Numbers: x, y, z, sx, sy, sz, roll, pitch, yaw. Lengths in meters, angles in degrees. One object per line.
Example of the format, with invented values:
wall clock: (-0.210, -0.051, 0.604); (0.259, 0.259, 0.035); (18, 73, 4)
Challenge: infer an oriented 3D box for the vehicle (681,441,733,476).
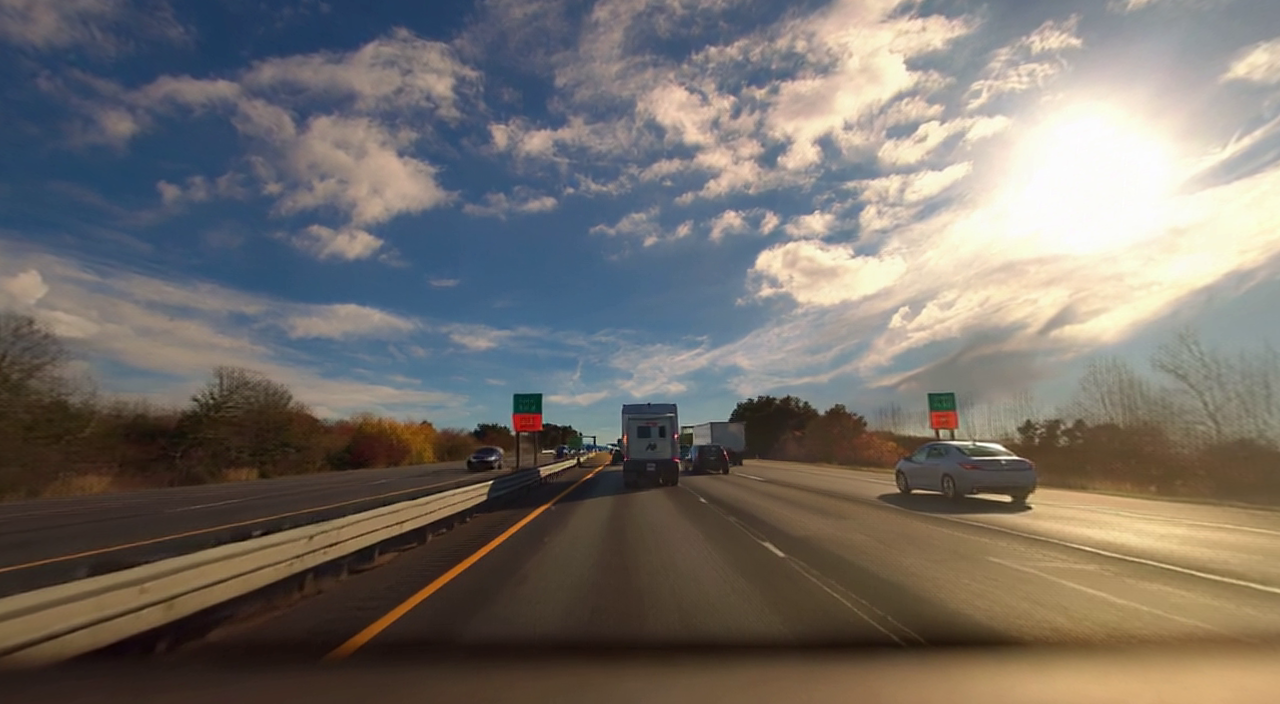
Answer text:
vehicle: (3.318, 5.420, 31.923); (2.127, 1.642, 3.899); (0, -9, -1)

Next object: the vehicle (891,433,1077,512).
vehicle: (7.558, 2.667, 14.286); (1.988, 1.534, 3.763); (0, -9, -2)

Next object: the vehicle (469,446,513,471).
vehicle: (-9.941, 7.138, 42.117); (1.918, 1.578, 4.140); (0, -9, 0)

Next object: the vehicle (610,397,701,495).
vehicle: (0.718, 3.131, 20.788); (2.506, 2.743, 6.093); (-1, -9, 6)
